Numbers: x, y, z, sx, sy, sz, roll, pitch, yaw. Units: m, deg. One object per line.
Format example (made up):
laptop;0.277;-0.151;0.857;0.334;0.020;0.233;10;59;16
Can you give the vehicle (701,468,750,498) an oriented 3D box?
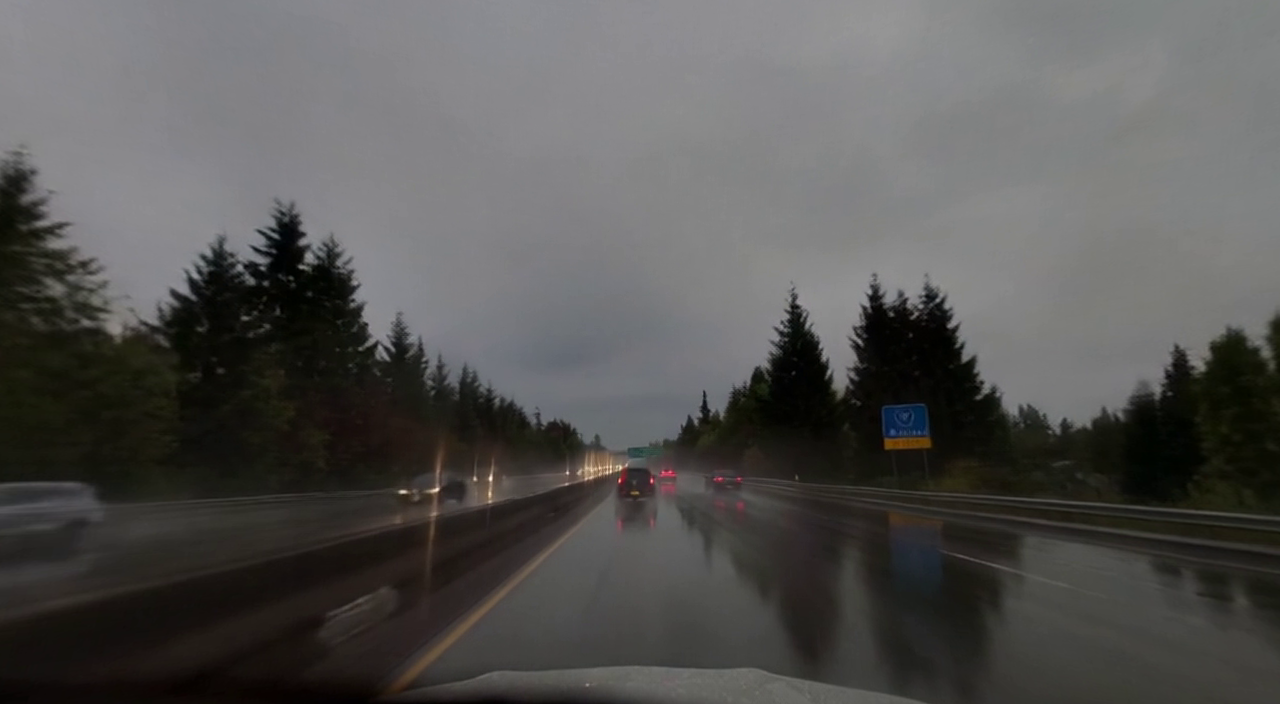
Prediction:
vehicle;4.520;6.947;33.710;1.974;1.476;4.119;1;-10;-1

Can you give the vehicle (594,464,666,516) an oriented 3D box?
vehicle;-0.287;4.323;20.057;2.060;1.473;3.726;1;-10;0

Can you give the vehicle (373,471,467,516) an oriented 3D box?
vehicle;-8.041;5.213;23.515;1.843;1.448;4.542;1;-10;0
